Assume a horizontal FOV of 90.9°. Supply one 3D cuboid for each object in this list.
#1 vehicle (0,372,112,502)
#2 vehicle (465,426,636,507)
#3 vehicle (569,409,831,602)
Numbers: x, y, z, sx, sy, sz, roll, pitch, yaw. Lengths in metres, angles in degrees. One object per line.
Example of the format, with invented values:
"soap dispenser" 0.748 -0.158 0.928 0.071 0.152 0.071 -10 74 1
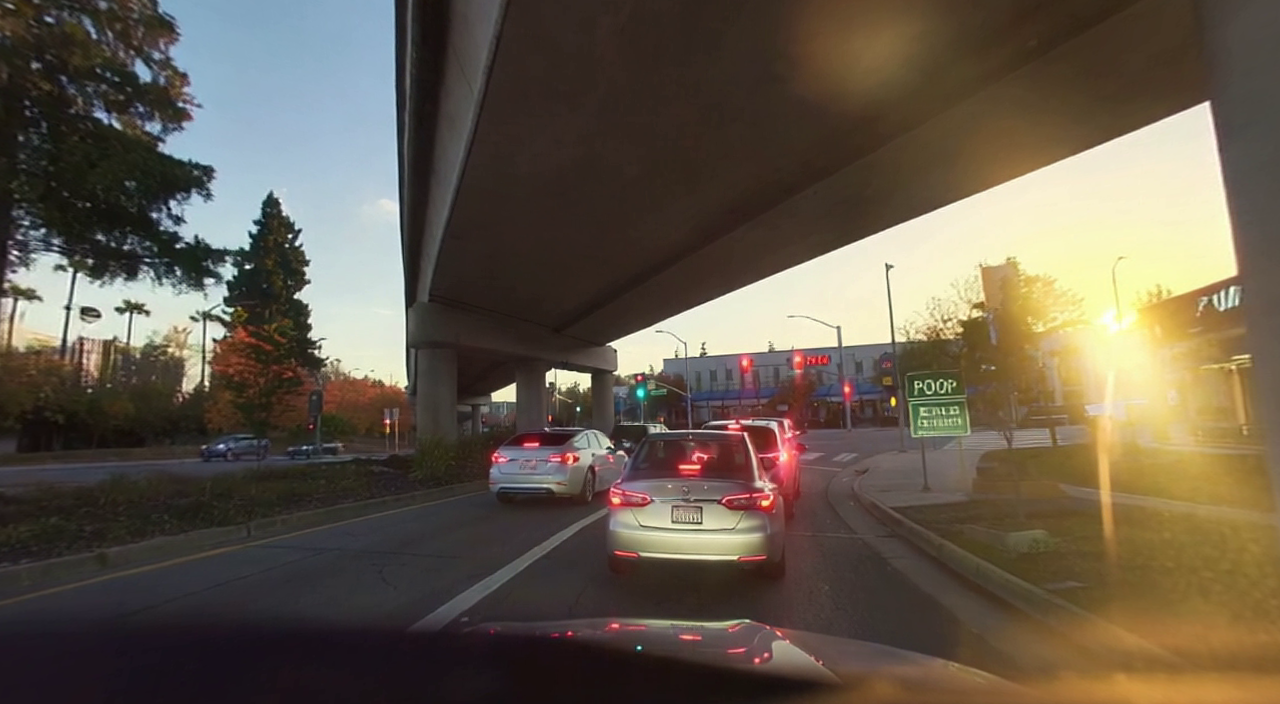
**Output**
"vehicle" -24.372 2.700 18.734 13.064 3.755 3.269 0 -8 -13
"vehicle" -1.783 2.555 14.553 2.214 1.519 4.704 -2 -9 15
"vehicle" 0.807 1.602 7.547 2.195 1.571 4.353 -2 -8 9
